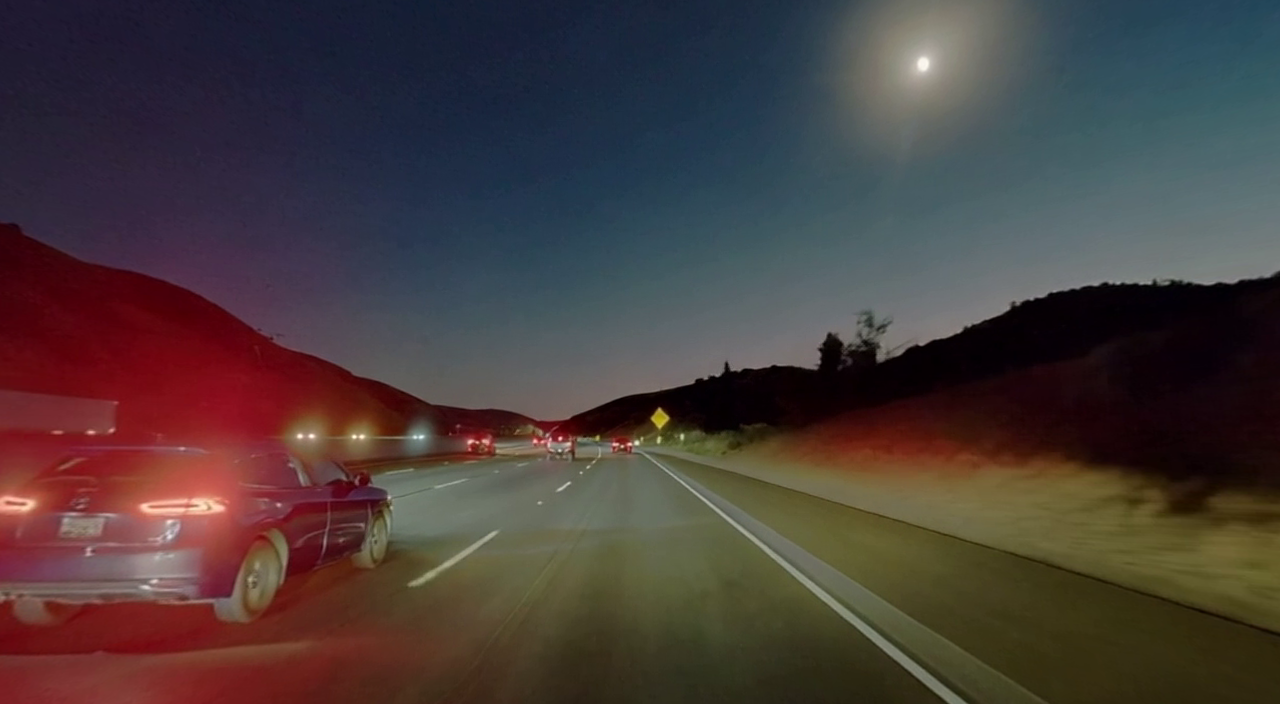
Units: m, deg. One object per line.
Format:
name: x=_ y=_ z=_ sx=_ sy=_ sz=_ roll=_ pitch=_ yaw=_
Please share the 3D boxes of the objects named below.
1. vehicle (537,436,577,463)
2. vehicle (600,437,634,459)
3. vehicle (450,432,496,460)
vehicle: x=-5.343 y=6.330 z=41.061 sx=2.060 sy=1.631 sz=4.214 roll=0 pitch=-9 yaw=-1
vehicle: x=-1.759 y=7.320 z=47.939 sx=2.421 sy=1.594 sz=4.248 roll=0 pitch=-9 yaw=-2
vehicle: x=-12.435 y=7.057 z=47.304 sx=2.219 sy=1.923 sz=4.985 roll=0 pitch=-9 yaw=-1
